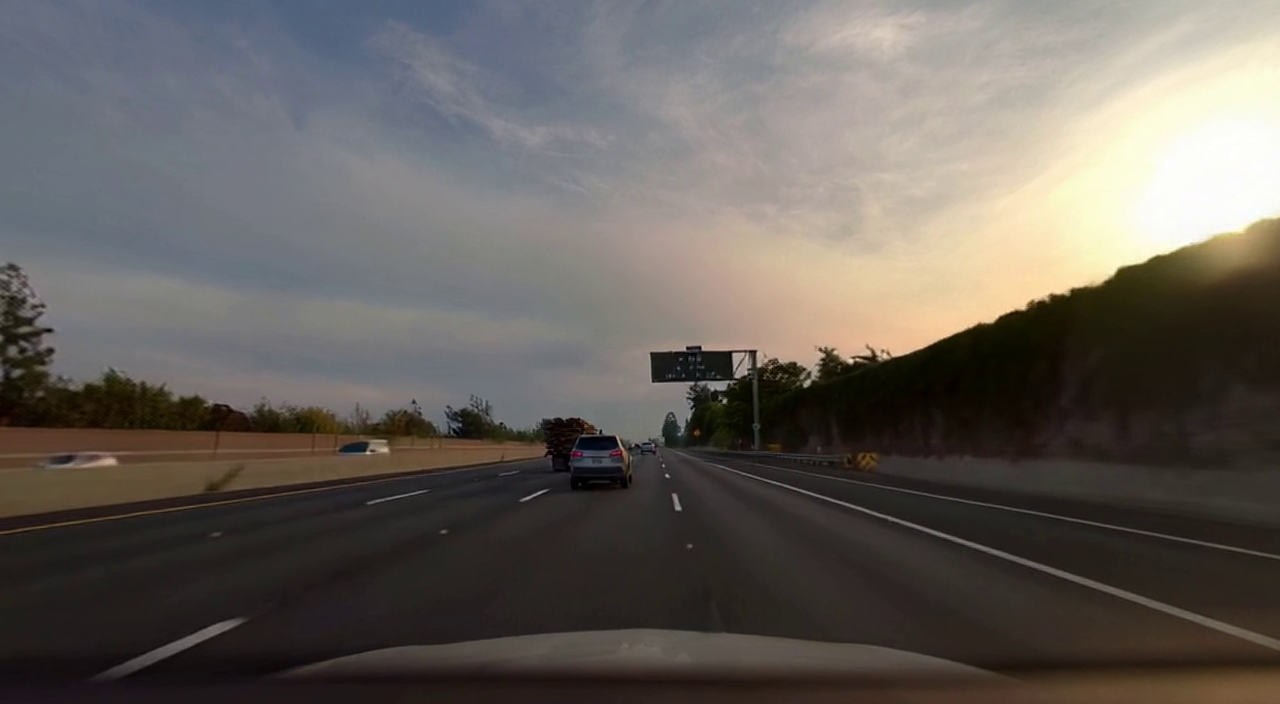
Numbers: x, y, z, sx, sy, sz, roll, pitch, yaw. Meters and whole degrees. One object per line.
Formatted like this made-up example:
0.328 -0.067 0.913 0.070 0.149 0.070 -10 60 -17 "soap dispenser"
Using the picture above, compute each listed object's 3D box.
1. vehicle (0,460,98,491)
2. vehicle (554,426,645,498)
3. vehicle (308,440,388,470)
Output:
-32.464 6.691 34.357 1.738 1.450 4.485 0 -8 1 "vehicle"
-0.998 3.059 17.910 2.114 1.787 4.365 -1 -8 2 "vehicle"
-17.886 6.320 39.007 2.144 1.686 5.596 0 -8 2 "vehicle"
